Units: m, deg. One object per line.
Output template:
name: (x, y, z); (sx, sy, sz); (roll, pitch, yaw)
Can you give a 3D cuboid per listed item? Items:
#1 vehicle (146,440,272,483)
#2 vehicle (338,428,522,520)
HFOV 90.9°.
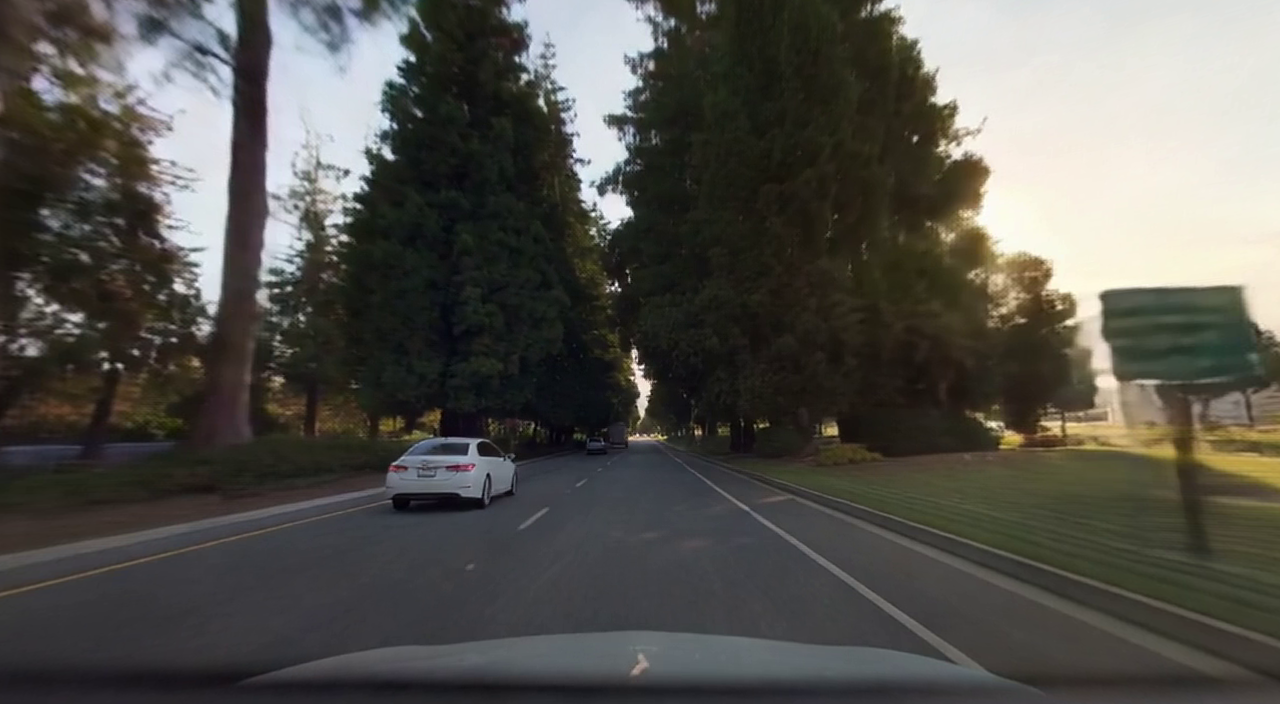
vehicle: (-18.571, 4.702, 27.488); (2.153, 1.703, 4.599); (0, -8, 0)
vehicle: (-3.827, 2.310, 12.516); (2.033, 1.454, 4.512); (0, -8, 1)
